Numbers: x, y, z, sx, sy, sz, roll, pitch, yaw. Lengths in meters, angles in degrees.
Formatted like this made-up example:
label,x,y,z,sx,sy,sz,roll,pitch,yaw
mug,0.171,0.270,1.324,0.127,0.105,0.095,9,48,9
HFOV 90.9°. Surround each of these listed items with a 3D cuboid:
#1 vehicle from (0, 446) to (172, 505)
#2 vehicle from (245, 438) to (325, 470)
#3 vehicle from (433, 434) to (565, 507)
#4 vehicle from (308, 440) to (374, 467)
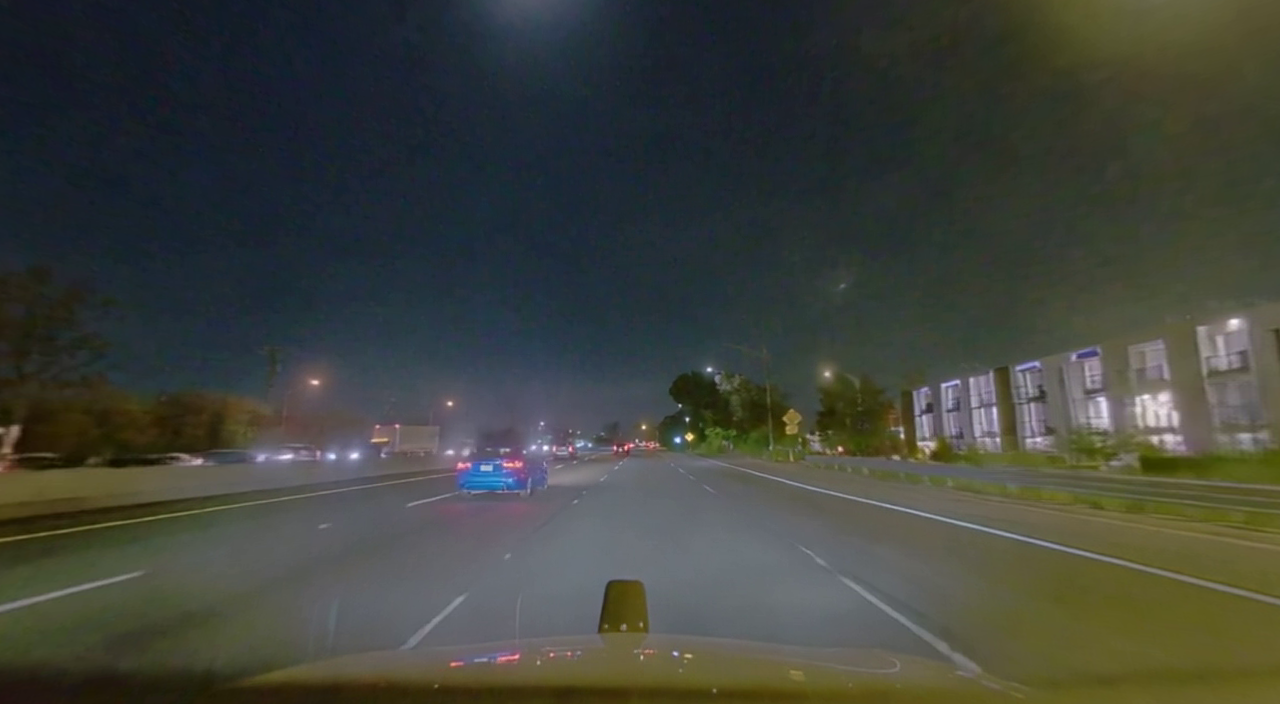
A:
label,x,y,z,sx,sy,sz,roll,pitch,yaw
vehicle,-16.802,3.550,18.672,1.980,1.500,4.894,0,-9,2
vehicle,-23.915,6.913,42.775,2.198,2.010,5.484,0,-9,1
vehicle,-3.371,2.960,16.280,2.144,1.565,4.951,0,-9,1
vehicle,-20.232,6.886,42.920,2.045,1.748,4.757,0,-9,1
